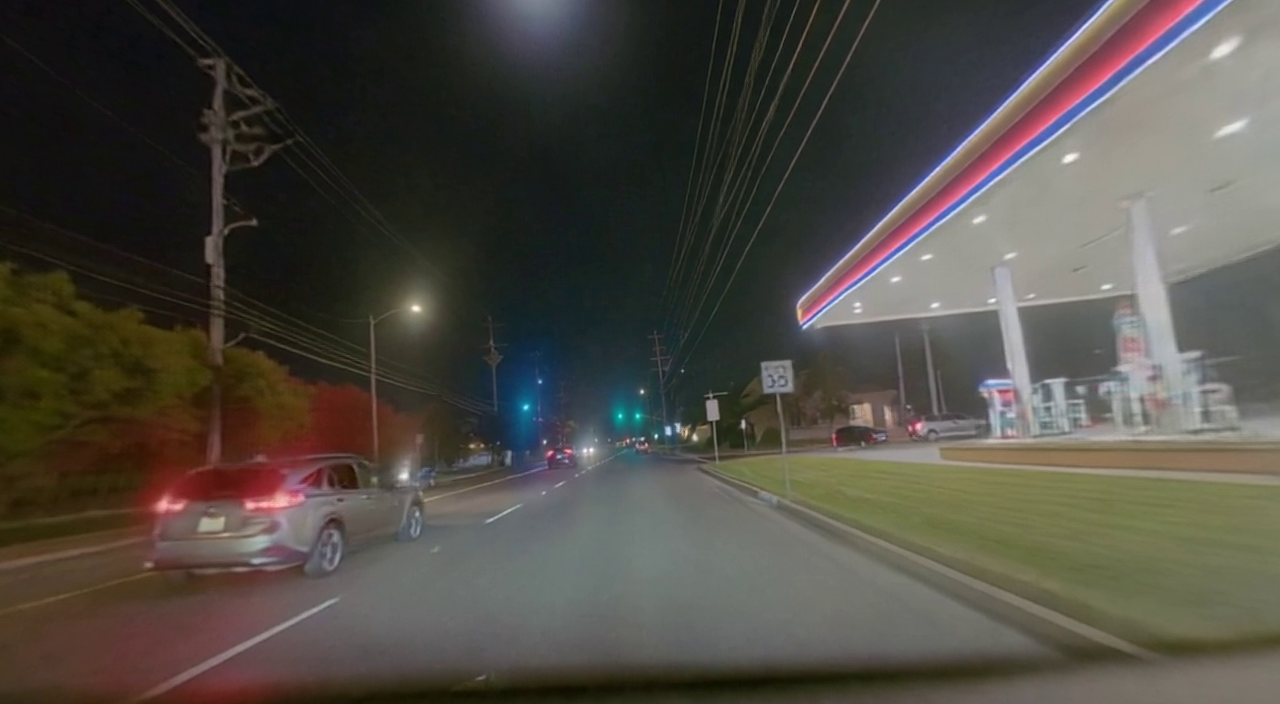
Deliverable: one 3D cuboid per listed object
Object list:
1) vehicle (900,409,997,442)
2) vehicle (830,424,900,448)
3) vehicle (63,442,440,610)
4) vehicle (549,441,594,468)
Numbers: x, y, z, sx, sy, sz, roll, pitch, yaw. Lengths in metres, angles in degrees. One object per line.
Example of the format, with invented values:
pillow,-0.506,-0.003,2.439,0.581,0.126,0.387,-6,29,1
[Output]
vehicle,19.040,4.588,39.202,4.817,1.919,2.308,-1,-8,8
vehicle,14.166,5.332,39.965,3.830,1.474,1.771,-2,-8,9
vehicle,-4.103,1.845,7.818,1.704,1.430,4.587,0,-8,1
vehicle,-3.807,5.784,35.852,1.943,1.455,4.414,0,-8,1
